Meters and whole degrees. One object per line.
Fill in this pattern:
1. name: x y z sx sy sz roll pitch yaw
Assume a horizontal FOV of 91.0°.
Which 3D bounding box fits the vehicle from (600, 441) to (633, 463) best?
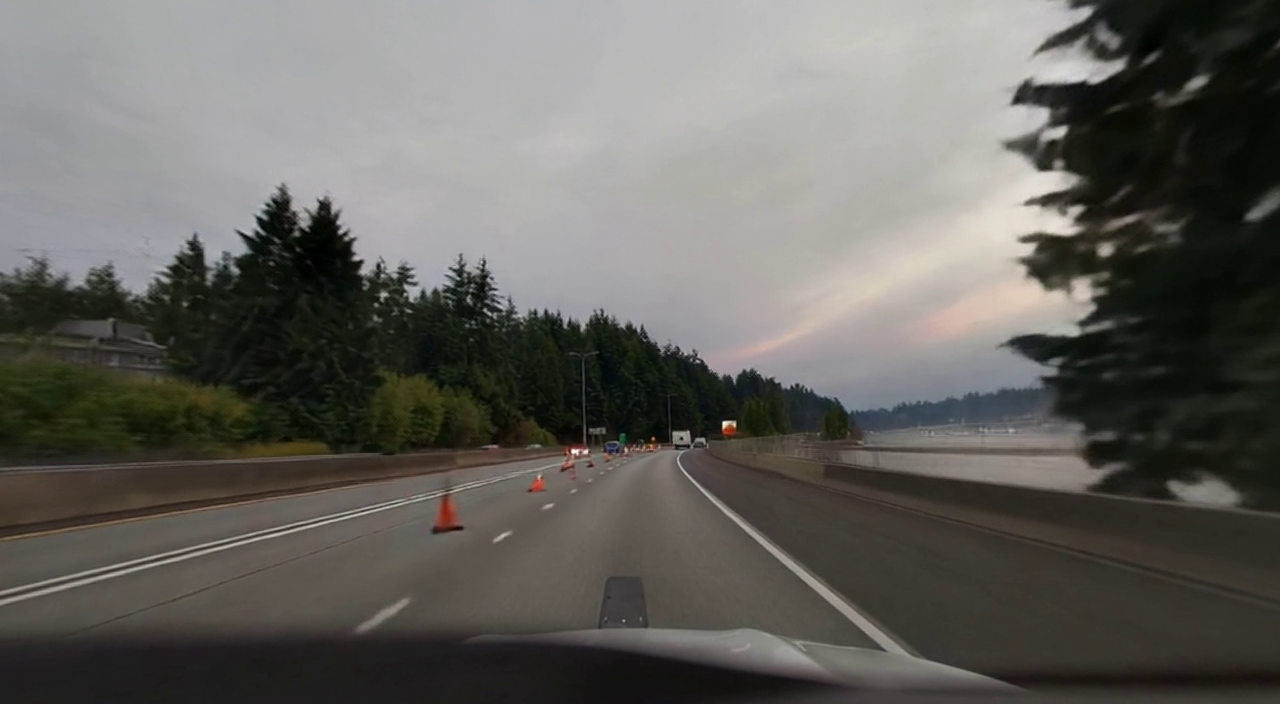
1. vehicle: -1.652 7.232 45.848 2.118 1.475 4.263 0 -8 1
